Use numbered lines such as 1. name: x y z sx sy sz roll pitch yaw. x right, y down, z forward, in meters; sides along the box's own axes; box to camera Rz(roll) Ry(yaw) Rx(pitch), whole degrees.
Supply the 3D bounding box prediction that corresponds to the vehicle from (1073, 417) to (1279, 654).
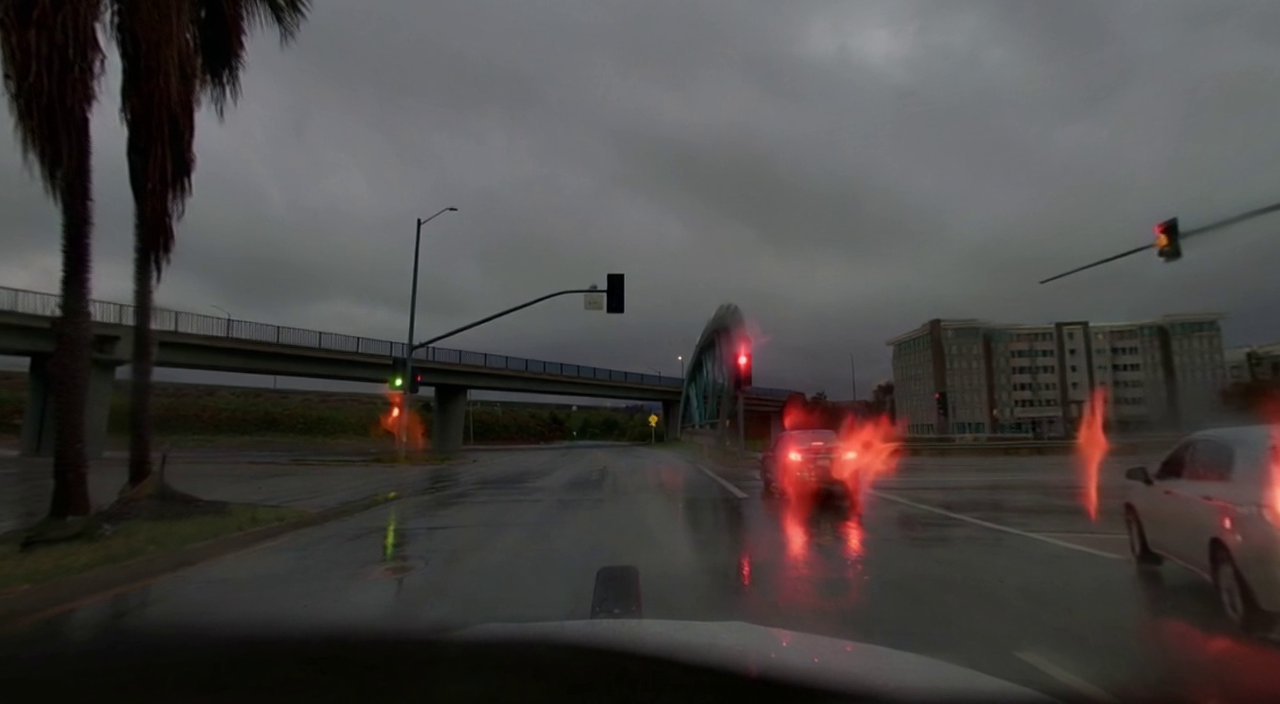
1. vehicle: 5.460 1.333 5.149 1.959 1.485 4.628 -3 -9 19
